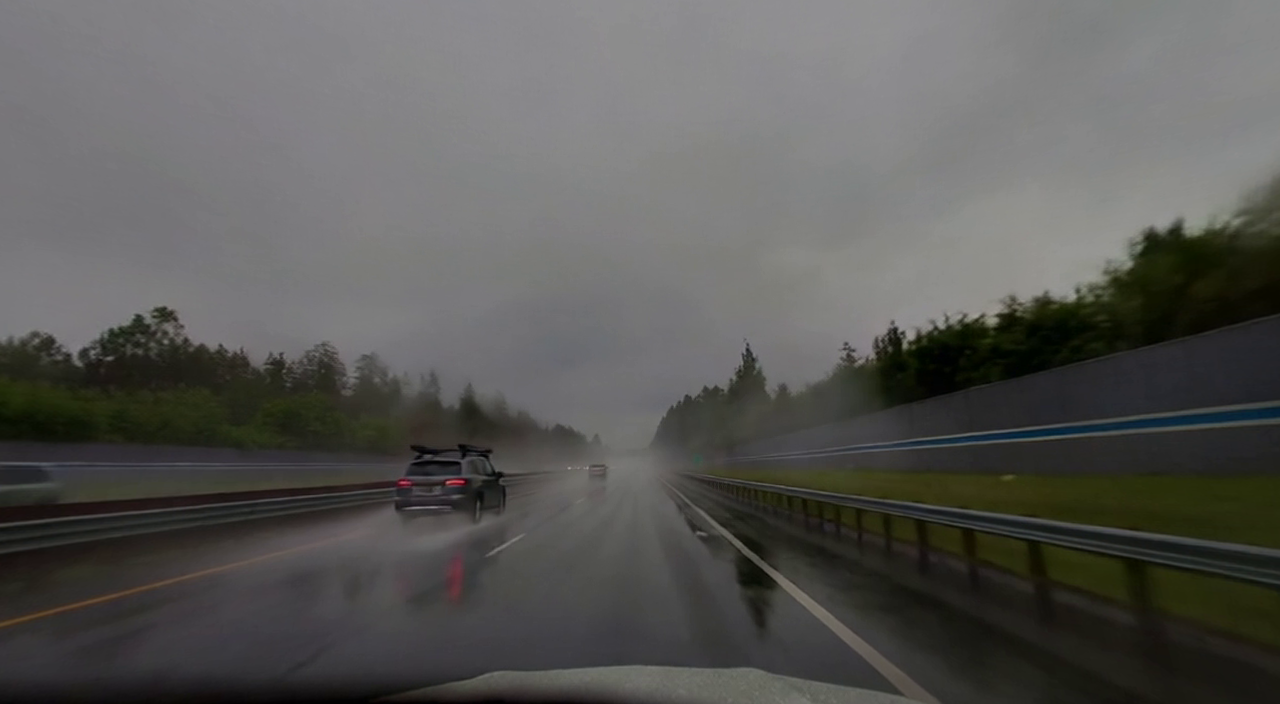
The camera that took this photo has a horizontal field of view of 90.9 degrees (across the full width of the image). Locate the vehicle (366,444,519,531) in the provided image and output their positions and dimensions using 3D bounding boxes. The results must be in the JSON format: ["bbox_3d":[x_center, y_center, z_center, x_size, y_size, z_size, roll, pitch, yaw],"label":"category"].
[{"bbox_3d":[-4.254,3.029,14.422,2.022,1.650,4.331,0,-10,1],"label":"vehicle"}]
